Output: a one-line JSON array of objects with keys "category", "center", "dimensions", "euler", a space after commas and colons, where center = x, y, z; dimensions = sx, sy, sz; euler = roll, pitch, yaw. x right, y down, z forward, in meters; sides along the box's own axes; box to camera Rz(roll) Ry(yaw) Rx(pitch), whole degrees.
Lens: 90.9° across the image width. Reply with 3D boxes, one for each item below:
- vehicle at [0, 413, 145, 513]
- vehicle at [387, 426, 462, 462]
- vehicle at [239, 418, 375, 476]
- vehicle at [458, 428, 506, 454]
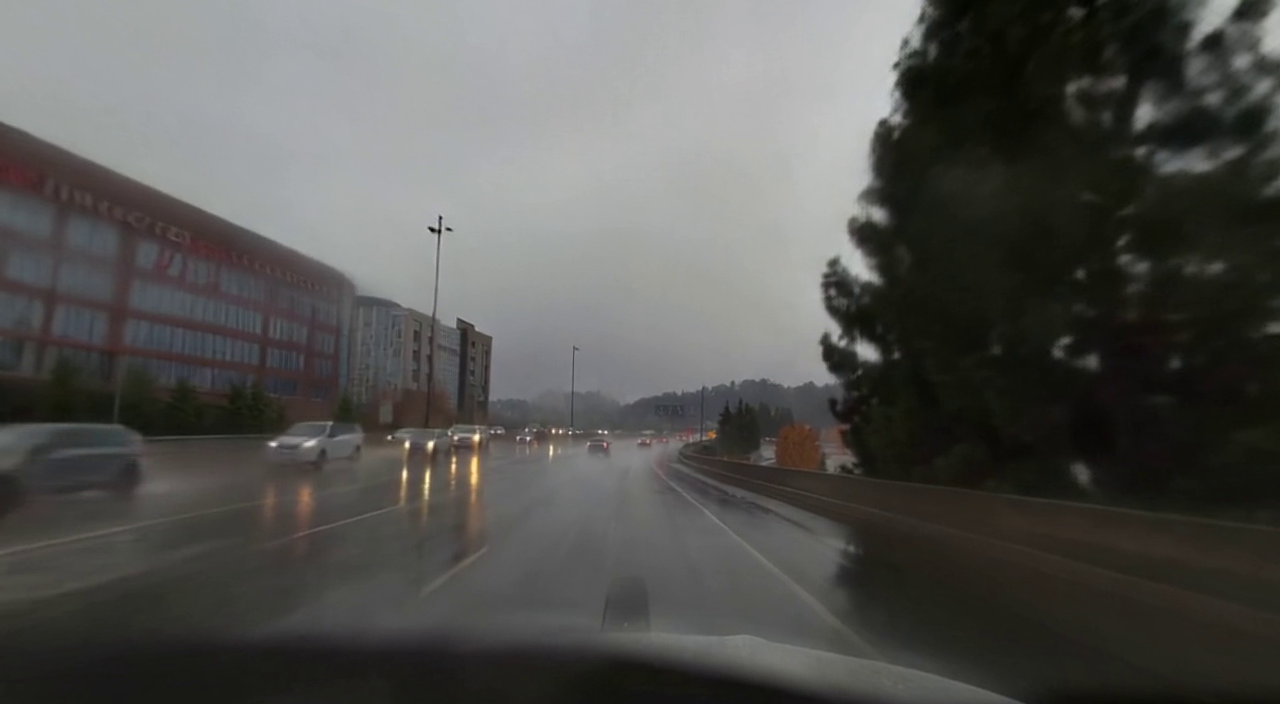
[{"category": "vehicle", "center": [-10.817, 1.779, 10.147], "dimensions": [1.953, 1.520, 4.549], "euler": [-1, -8, 1]}, {"category": "vehicle", "center": [-10.428, 4.506, 30.872], "dimensions": [2.016, 1.607, 4.491], "euler": [-1, -9, 1]}, {"category": "vehicle", "center": [-10.665, 3.105, 20.622], "dimensions": [2.033, 1.662, 4.394], "euler": [0, -8, 0]}, {"category": "vehicle", "center": [-10.585, 6.033, 42.630], "dimensions": [1.926, 1.650, 4.593], "euler": [-1, -8, 1]}]
